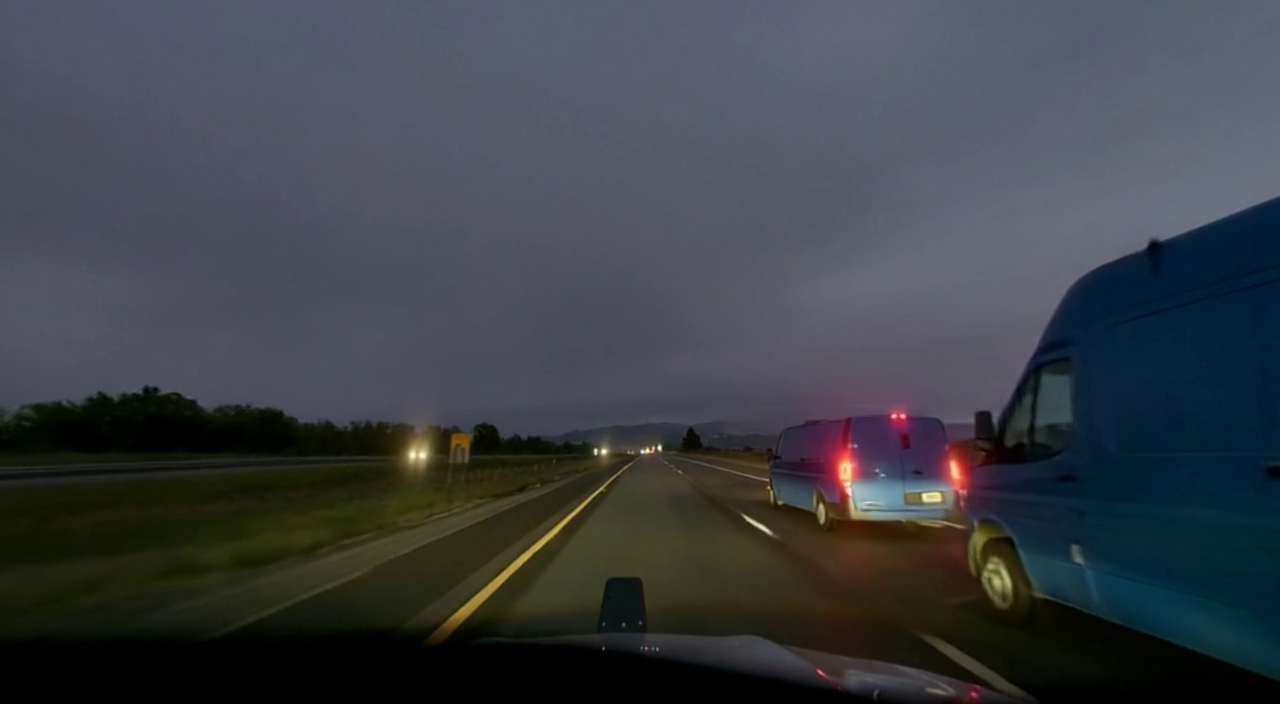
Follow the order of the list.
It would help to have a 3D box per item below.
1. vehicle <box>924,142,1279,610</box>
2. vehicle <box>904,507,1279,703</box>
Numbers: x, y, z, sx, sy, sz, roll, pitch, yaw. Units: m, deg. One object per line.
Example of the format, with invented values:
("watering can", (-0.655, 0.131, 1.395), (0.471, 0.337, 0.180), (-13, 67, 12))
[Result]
("vehicle", (4.056, 0.174, 3.341), (2.444, 2.053, 5.616), (-1, -8, 0))
("vehicle", (3.996, 1.525, 3.257), (2.702, 0.824, 6.391), (0, -9, 1))
